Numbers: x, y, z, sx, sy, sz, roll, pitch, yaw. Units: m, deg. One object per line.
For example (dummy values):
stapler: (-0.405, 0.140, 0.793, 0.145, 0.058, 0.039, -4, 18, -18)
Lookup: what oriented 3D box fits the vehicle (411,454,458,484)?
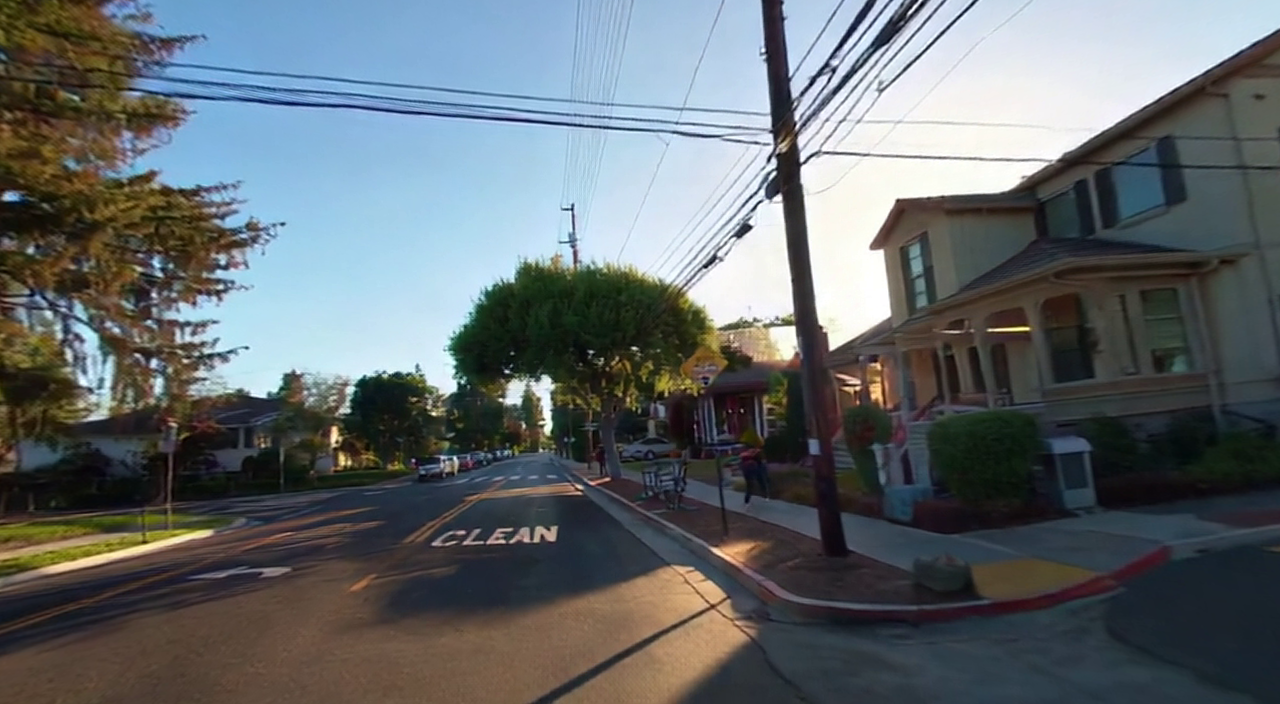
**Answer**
vehicle: (-13.635, 7.780, 42.211, 2.203, 1.787, 4.704, 1, -9, -8)
